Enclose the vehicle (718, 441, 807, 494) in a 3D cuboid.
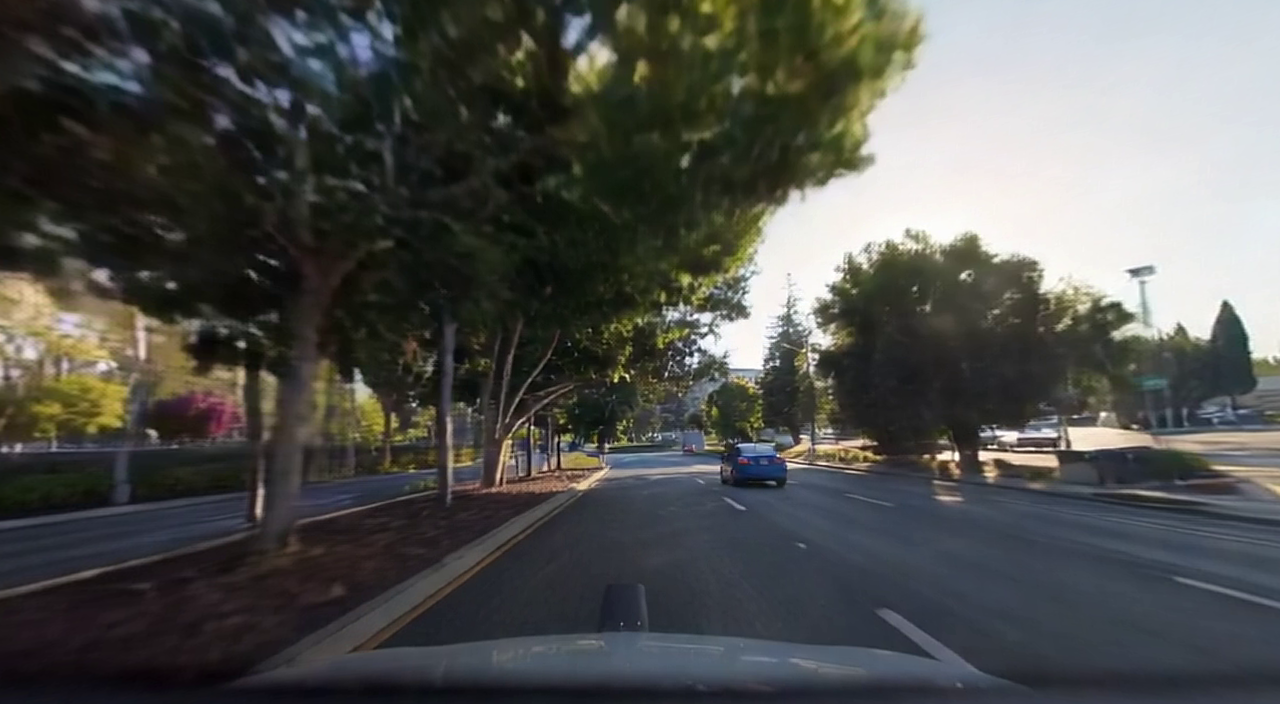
[{"bbox_3d":[3.761,3.622,20.246,1.928,1.481,4.453,0,-9,0],"label":"vehicle"}]
